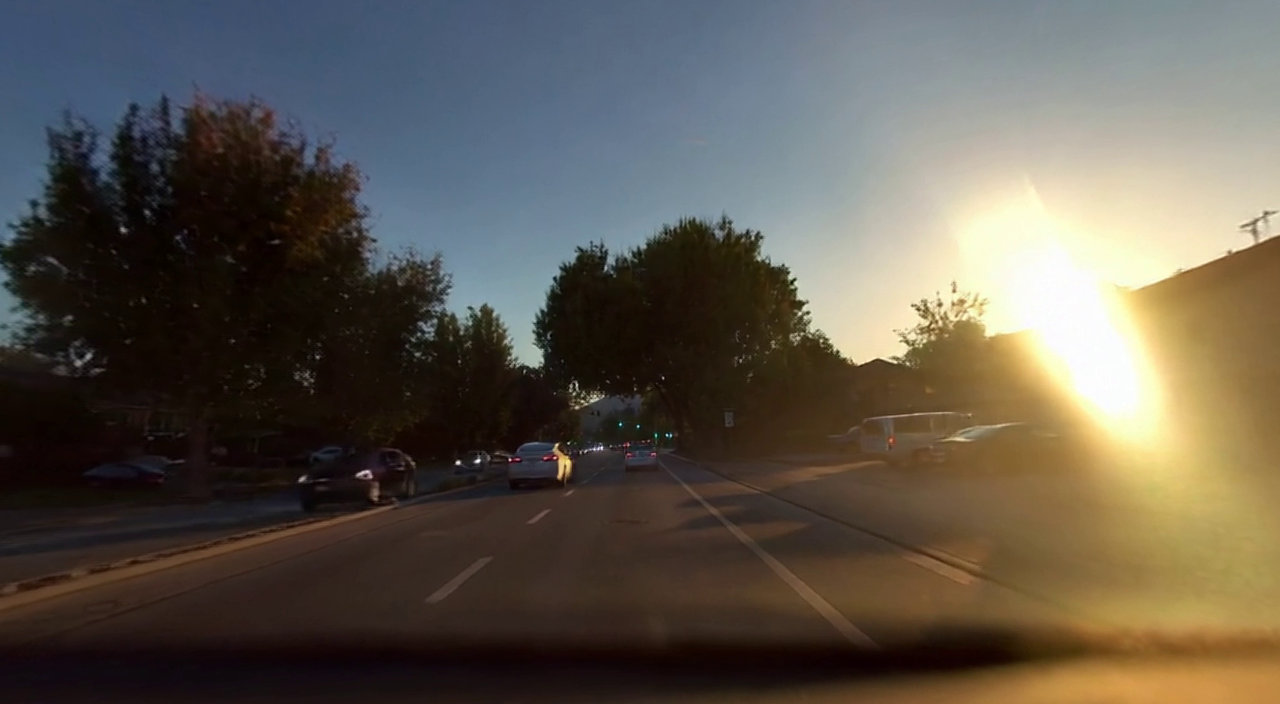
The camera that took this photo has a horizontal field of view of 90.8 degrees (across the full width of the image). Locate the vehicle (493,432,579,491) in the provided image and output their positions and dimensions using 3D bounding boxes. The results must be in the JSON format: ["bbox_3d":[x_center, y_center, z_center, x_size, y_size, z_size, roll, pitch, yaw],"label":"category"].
[{"bbox_3d":[-3.388,3.673,21.583,2.157,1.771,4.452,0,-8,0],"label":"vehicle"}]

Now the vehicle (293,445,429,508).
[{"bbox_3d":[-8.159,3.640,19.022,1.983,1.538,4.575,-3,-8,1],"label":"vehicle"}]

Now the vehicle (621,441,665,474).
[{"bbox_3d":[0.110,5.223,31.580,2.062,1.518,3.901,0,-8,0],"label":"vehicle"}]

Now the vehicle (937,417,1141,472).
[{"bbox_3d":[11.326,2.660,18.203,4.573,1.461,1.867,0,-8,0],"label":"vehicle"}]

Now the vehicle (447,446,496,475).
[{"bbox_3d":[-11.863,7.628,44.777,2.070,1.752,4.629,-5,-8,0],"label":"vehicle"}]

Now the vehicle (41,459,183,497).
[{"bbox_3d":[-22.793,5.433,27.405,4.370,1.496,1.887,0,-8,-3],"label":"vehicle"}]
